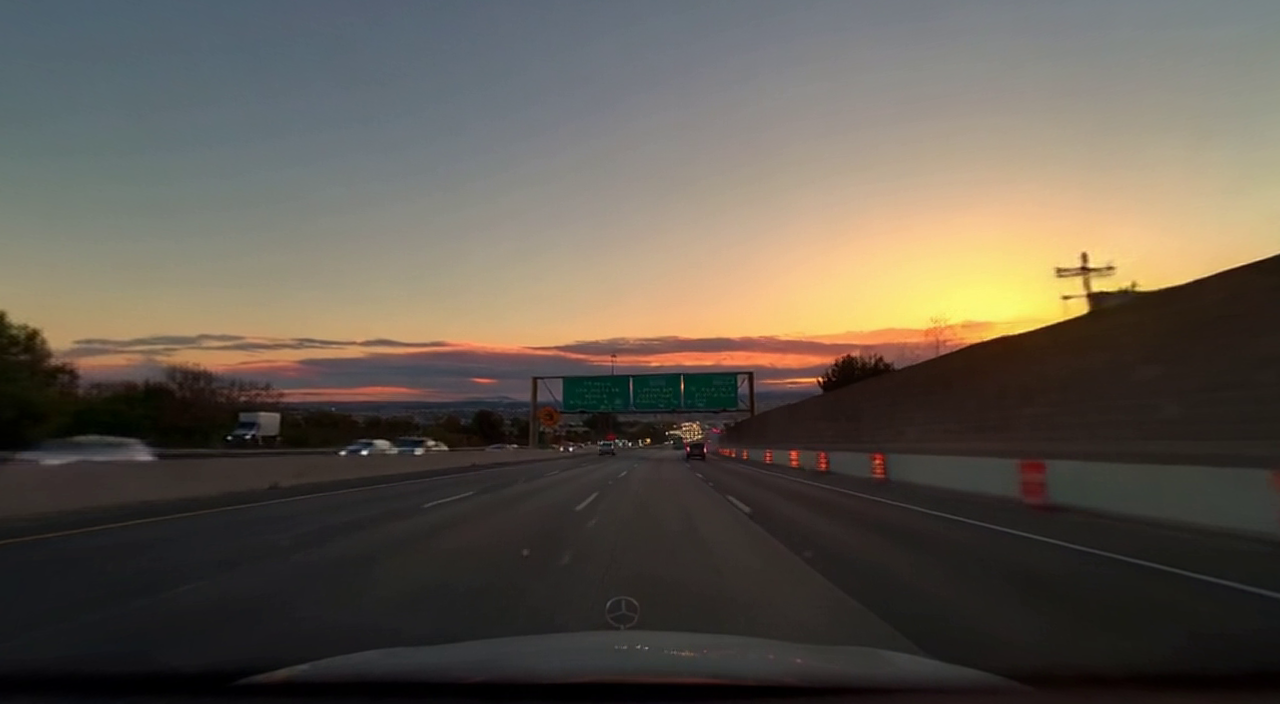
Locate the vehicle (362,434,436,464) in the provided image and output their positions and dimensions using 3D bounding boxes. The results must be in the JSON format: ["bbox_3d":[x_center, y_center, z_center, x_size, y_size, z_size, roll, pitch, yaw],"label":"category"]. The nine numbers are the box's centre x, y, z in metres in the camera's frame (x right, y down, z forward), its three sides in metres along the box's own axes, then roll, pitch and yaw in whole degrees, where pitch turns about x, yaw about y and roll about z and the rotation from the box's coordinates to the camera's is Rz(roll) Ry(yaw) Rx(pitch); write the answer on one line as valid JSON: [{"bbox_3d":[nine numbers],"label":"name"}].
[{"bbox_3d":[-15.303,6.220,40.349,2.219,1.751,5.734,0,-9,3],"label":"vehicle"}]

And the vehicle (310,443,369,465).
[{"bbox_3d":[-21.816,7.469,45.989,1.859,1.506,4.648,0,-9,2],"label":"vehicle"}]

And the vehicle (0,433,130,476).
[{"bbox_3d":[-25.519,4.471,27.601,1.952,1.692,5.068,0,-9,2],"label":"vehicle"}]
